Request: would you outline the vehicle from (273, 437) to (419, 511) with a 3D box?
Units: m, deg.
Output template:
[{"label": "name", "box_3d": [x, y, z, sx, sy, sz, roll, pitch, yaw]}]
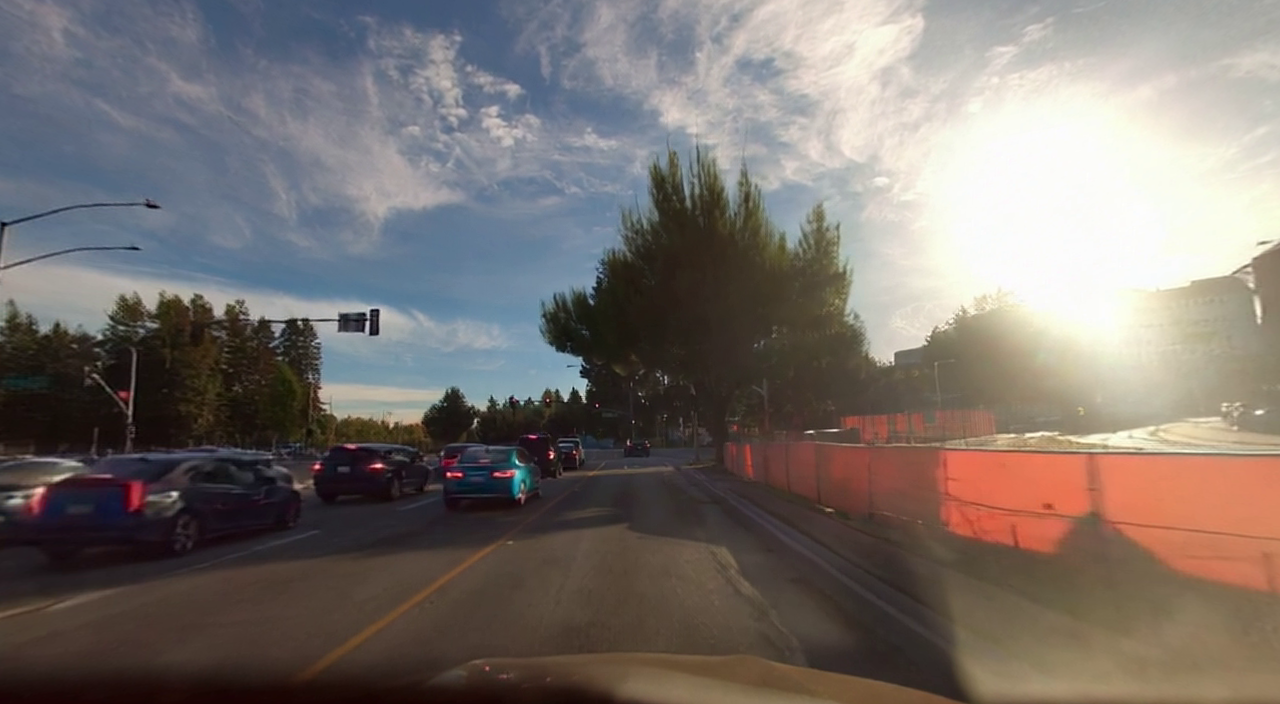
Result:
[{"label": "vehicle", "box_3d": [-7.944, 3.305, 17.645, 1.949, 1.697, 4.406, -3, -9, 0]}]

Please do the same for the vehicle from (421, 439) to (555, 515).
[{"label": "vehicle", "box_3d": [-3.279, 2.783, 14.562, 2.042, 1.441, 4.172, -1, -9, 0]}]

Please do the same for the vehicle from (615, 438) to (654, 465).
[{"label": "vehicle", "box_3d": [-0.333, 5.967, 37.809, 2.183, 1.506, 4.286, 0, -9, 0]}]

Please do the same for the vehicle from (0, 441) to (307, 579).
[{"label": "vehicle", "box_3d": [-7.086, 2.180, 9.521, 1.900, 1.507, 4.285, -3, -9, -1]}]
